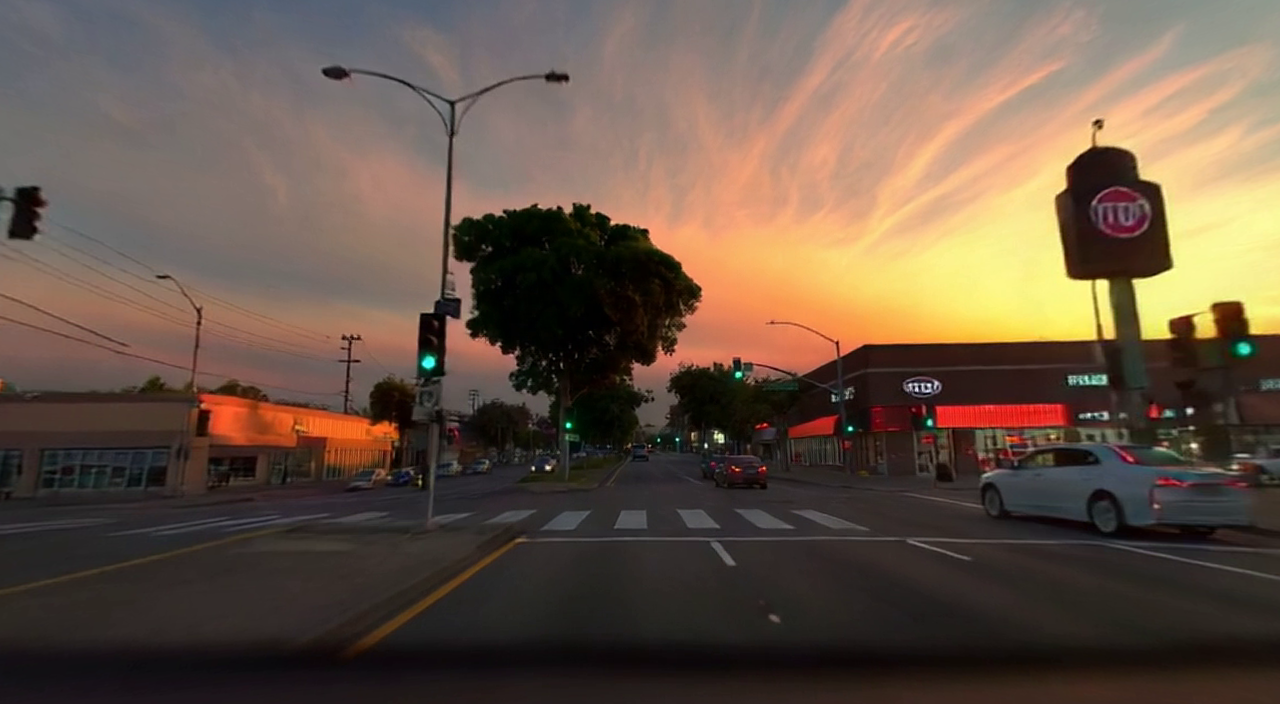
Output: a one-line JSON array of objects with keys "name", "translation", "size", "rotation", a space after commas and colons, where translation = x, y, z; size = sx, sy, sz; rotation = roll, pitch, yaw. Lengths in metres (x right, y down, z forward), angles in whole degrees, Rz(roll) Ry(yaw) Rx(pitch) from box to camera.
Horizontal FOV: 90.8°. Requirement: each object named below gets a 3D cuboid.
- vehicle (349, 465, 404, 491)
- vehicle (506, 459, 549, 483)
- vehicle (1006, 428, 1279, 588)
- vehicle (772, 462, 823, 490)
[{"name": "vehicle", "translation": [-18.167, 8.673, 43.761], "size": [1.858, 1.493, 4.721], "rotation": [0, -8, -1]}, {"name": "vehicle", "translation": [-8.018, 8.516, 45.356], "size": [2.225, 1.532, 4.486], "rotation": [0, -8, 1]}, {"name": "vehicle", "translation": [7.437, 1.989, 9.031], "size": [1.974, 1.679, 4.611], "rotation": [-1, -8, 5]}, {"name": "vehicle", "translation": [9.635, 7.588, 38.937], "size": [1.948, 1.483, 4.645], "rotation": [0, -8, 0]}]
